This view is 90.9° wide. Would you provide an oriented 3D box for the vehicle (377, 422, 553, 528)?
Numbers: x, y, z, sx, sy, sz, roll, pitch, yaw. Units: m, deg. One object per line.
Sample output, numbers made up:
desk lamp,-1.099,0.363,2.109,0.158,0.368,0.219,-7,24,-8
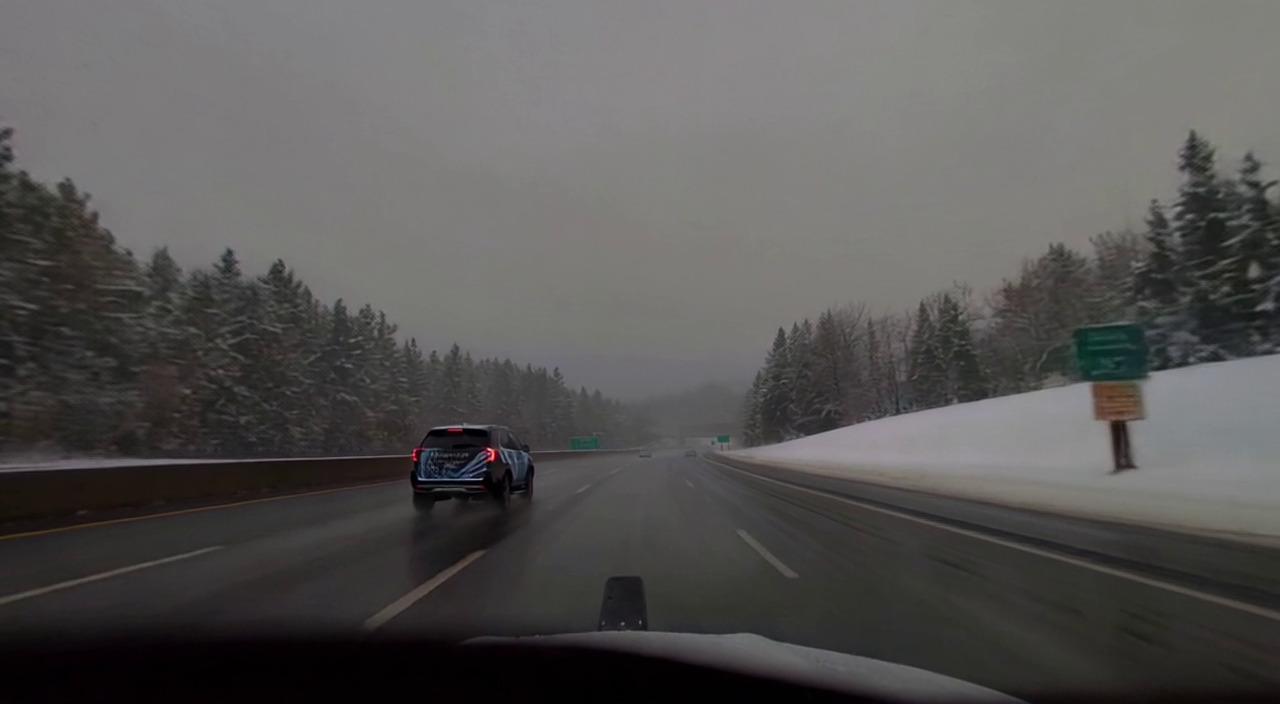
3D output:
vehicle,-3.355,2.460,13.260,2.183,1.803,4.685,0,-8,2
